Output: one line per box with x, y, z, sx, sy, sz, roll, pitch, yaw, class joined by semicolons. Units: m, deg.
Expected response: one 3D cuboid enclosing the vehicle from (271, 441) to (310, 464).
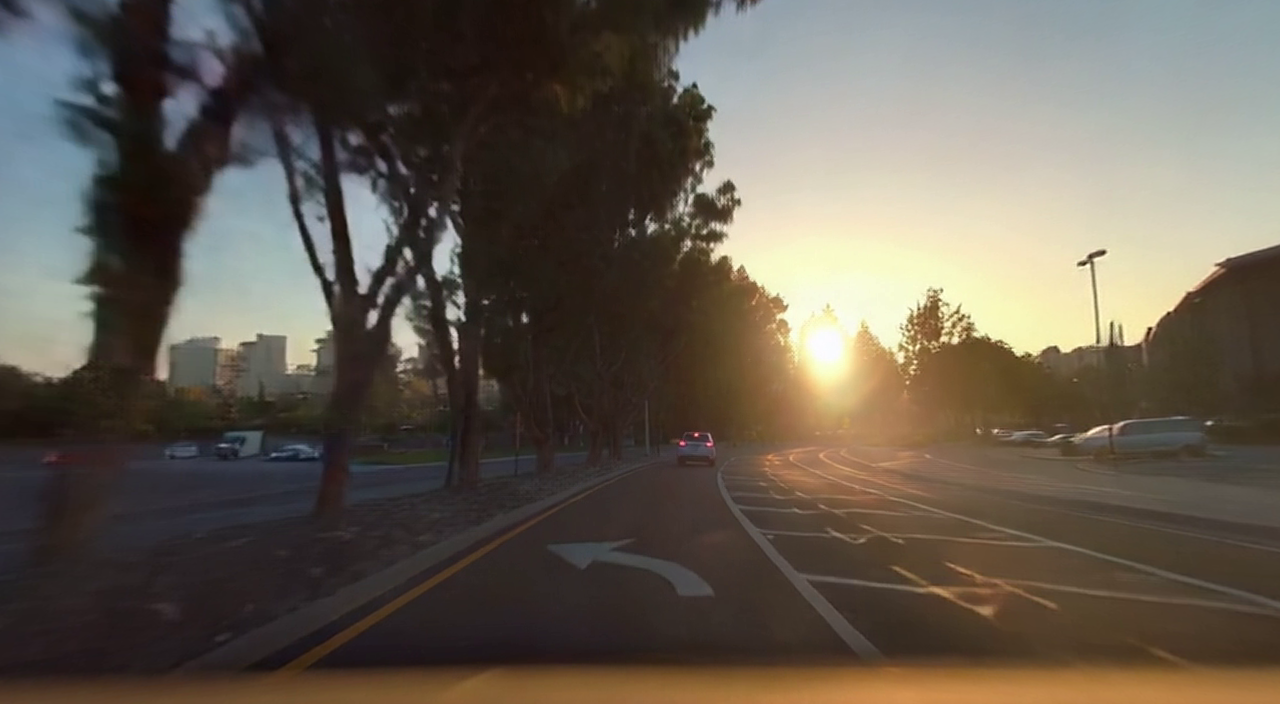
-25.795;7.399;46.394;1.916;1.563;3.941;3;-9;-21;vehicle

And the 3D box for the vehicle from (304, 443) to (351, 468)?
-21.080;6.964;42.496;2.058;1.580;4.134;2;-9;-16;vehicle

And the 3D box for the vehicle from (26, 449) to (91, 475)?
-35.794;6.752;38.737;1.983;1.491;4.333;5;-10;-31;vehicle

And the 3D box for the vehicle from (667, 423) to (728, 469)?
2.802;4.387;29.325;2.371;1.926;5.615;-1;-9;9;vehicle

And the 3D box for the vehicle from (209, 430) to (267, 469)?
-28.538;6.859;44.715;2.346;2.341;5.455;0;-6;-21;vehicle

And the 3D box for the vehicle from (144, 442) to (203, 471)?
-30.897;6.897;41.717;2.123;1.834;4.749;4;-9;-25;vehicle
